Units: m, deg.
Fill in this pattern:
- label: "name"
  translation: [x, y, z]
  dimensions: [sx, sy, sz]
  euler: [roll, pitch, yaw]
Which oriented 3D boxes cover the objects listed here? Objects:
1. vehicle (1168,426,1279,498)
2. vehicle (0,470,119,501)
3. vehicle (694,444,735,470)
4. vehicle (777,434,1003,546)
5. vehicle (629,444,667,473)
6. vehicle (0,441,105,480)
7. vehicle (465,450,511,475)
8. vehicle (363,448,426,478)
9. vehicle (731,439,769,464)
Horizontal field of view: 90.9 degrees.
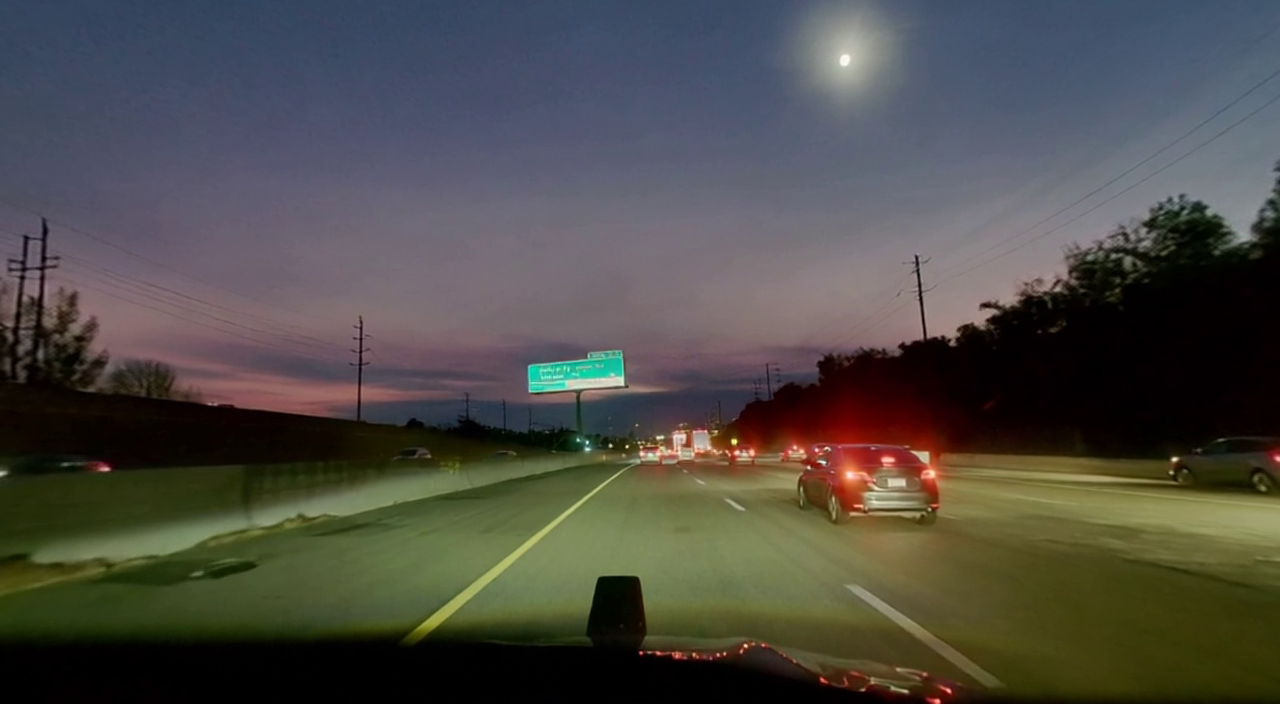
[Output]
- label: "vehicle"
  translation: [15.910, 2.674, 15.452]
  dimensions: [1.932, 1.660, 4.583]
  euler: [0, -8, 0]
- label: "vehicle"
  translation: [-20.645, 4.356, 20.585]
  dimensions: [2.456, 0.778, 5.571]
  euler: [0, -8, 2]
- label: "vehicle"
  translation: [4.351, 6.195, 37.370]
  dimensions: [1.936, 1.465, 4.060]
  euler: [0, -8, 0]
- label: "vehicle"
  translation: [3.852, 2.180, 10.738]
  dimensions: [1.986, 1.478, 4.429]
  euler: [0, -8, 0]
- label: "vehicle"
  translation: [0.472, 6.021, 35.941]
  dimensions: [2.042, 1.581, 3.769]
  euler: [0, -8, 1]
- label: "vehicle"
  translation: [-20.673, 3.560, 20.903]
  dimensions: [1.767, 1.188, 4.702]
  euler: [0, -8, 0]
- label: "vehicle"
  translation: [-9.974, 7.255, 41.689]
  dimensions: [1.854, 1.471, 4.412]
  euler: [0, -8, 2]
- label: "vehicle"
  translation: [-15.178, 6.861, 39.310]
  dimensions: [2.011, 1.768, 4.345]
  euler: [0, -8, 3]
- label: "vehicle"
  translation: [8.255, 7.524, 47.788]
  dimensions: [2.041, 1.821, 4.562]
  euler: [0, -8, 0]
